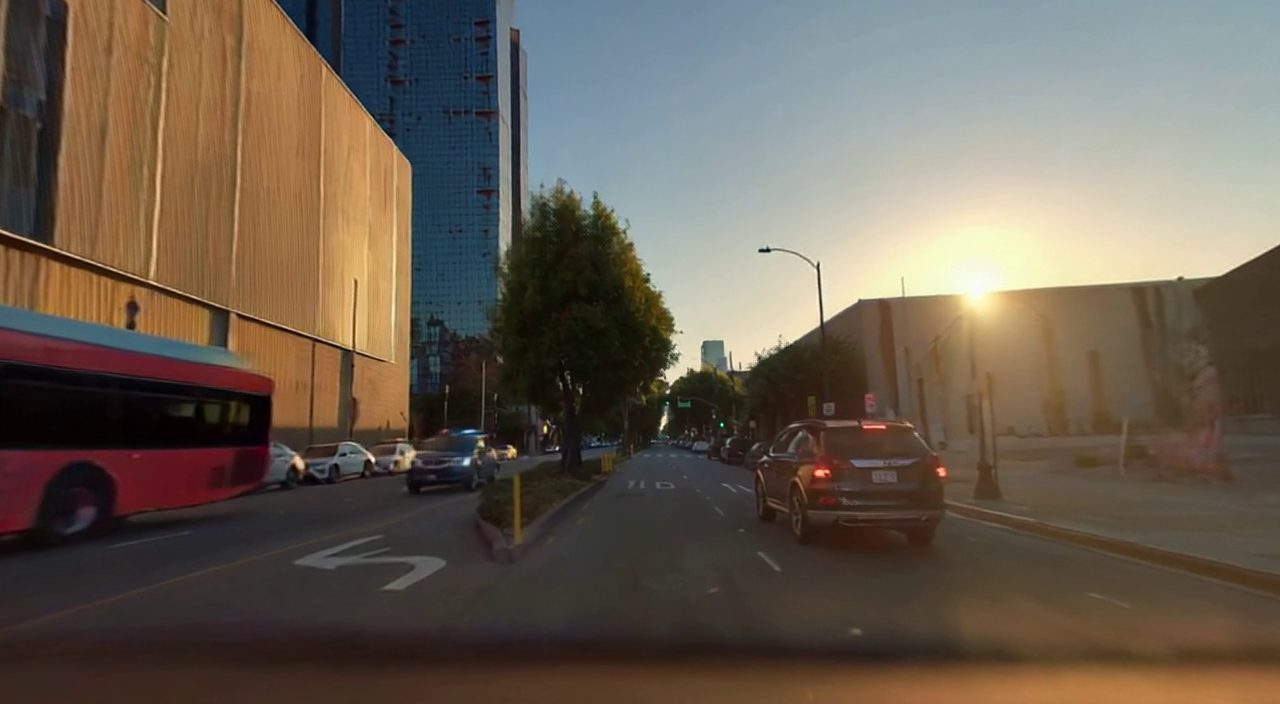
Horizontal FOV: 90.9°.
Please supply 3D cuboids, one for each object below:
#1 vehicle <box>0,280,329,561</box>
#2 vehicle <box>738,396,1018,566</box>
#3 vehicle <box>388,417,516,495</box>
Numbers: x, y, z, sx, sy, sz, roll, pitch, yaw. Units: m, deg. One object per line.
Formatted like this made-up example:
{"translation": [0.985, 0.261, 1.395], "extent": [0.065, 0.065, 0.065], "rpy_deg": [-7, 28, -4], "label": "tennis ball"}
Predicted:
{"translation": [-8.999, 1.298, 10.729], "extent": [2.784, 3.310, 8.964], "rpy_deg": [0, -9, 0], "label": "vehicle"}
{"translation": [3.037, 1.820, 9.678], "extent": [2.118, 1.848, 5.426], "rpy_deg": [0, -9, -1], "label": "vehicle"}
{"translation": [-5.110, 2.922, 17.989], "extent": [2.030, 1.881, 4.994], "rpy_deg": [0, -9, 1], "label": "vehicle"}
